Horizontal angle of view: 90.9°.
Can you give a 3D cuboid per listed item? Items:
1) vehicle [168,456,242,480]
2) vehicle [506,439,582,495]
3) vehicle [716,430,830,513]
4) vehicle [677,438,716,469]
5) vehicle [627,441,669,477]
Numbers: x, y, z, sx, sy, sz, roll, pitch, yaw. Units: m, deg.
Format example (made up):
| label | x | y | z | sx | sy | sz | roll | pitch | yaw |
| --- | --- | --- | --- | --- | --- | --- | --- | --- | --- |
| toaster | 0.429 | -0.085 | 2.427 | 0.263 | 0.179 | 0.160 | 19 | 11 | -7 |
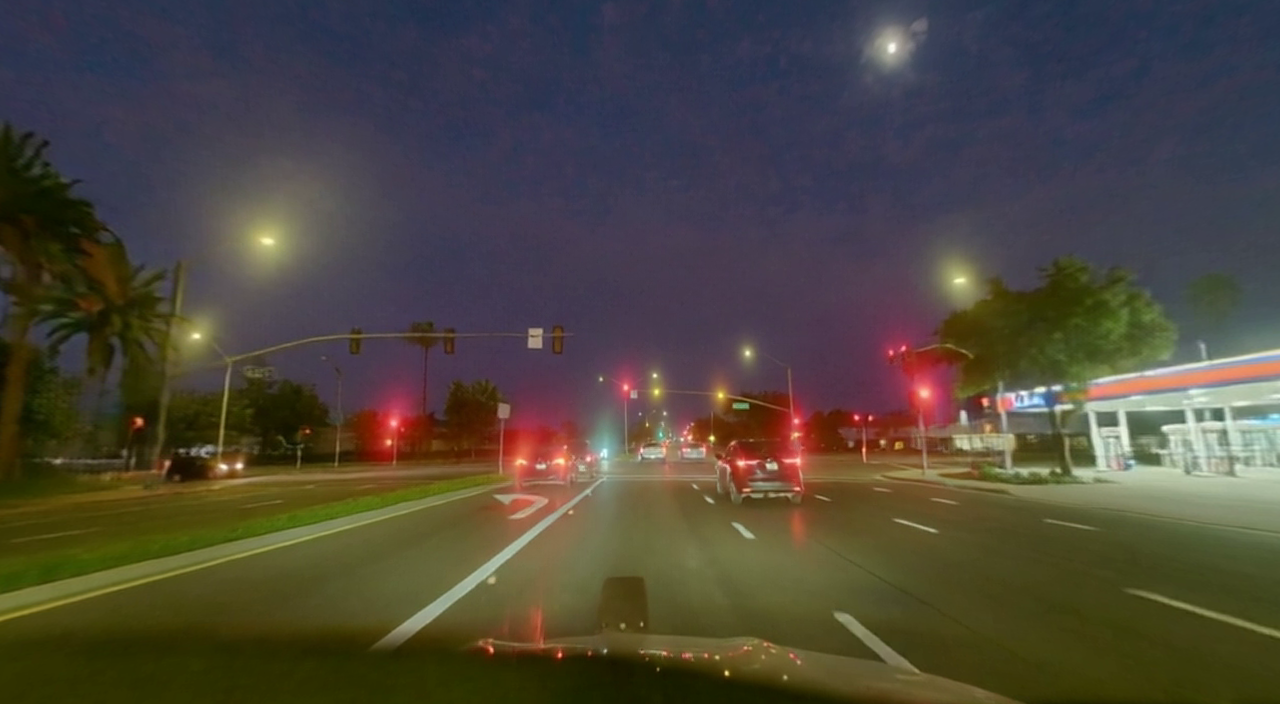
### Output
| label | x | y | z | sx | sy | sz | roll | pitch | yaw |
| --- | --- | --- | --- | --- | --- | --- | --- | --- | --- |
| vehicle | -31.269 | 8.323 | 45.369 | 3.811 | 1.628 | 1.920 | 0 | -8 | 2 |
| vehicle | -3.023 | 3.697 | 20.713 | 1.788 | 1.600 | 4.298 | 0 | -8 | 1 |
| vehicle | 3.076 | 2.835 | 15.427 | 1.872 | 1.752 | 3.896 | 0 | -8 | -1 |
| vehicle | 3.764 | 6.879 | 42.796 | 2.154 | 1.975 | 4.634 | 0 | -8 | 0 |
| vehicle | 0.398 | 5.353 | 31.815 | 1.991 | 1.664 | 3.814 | 0 | -8 | 0 |
